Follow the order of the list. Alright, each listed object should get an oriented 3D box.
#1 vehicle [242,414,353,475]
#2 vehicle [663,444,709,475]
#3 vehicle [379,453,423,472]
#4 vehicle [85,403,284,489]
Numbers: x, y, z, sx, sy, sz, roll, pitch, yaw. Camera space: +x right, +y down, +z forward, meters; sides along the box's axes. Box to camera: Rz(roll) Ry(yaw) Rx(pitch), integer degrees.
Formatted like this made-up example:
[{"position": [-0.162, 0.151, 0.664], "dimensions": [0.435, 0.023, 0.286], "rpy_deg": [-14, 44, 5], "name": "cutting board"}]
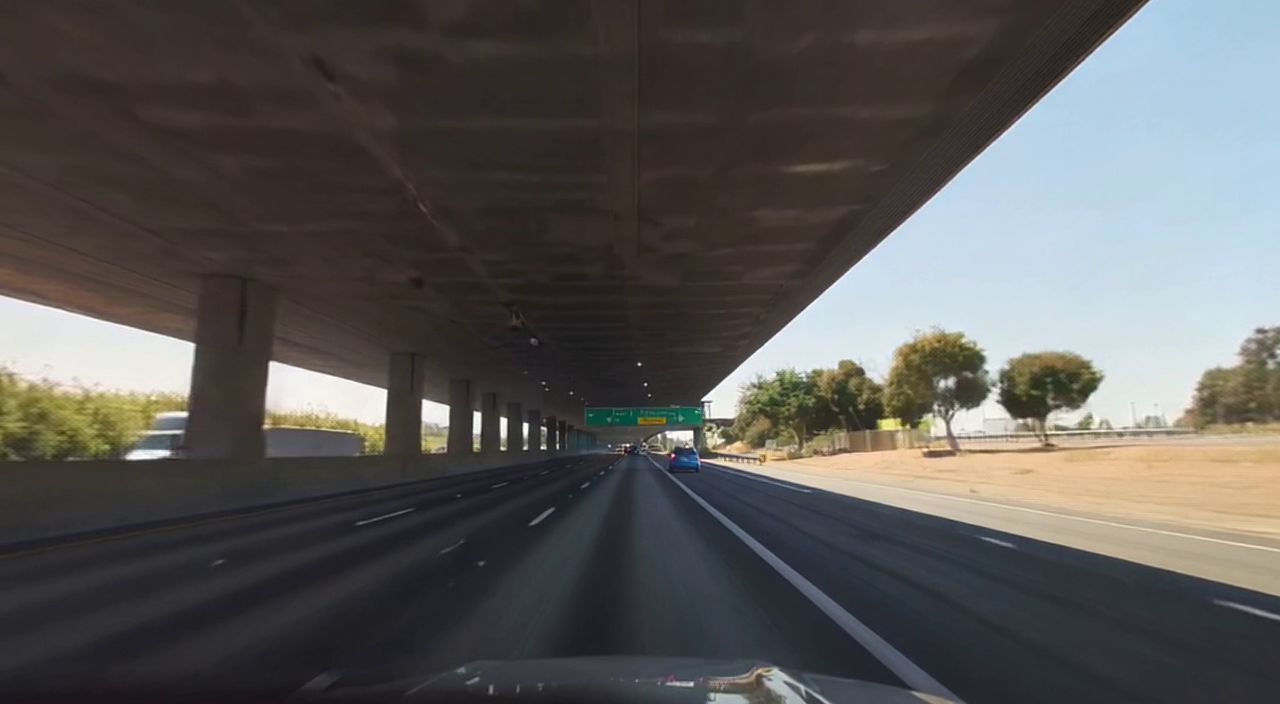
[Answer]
[{"position": [-23.182, 6.392, 43.267], "dimensions": [2.827, 3.758, 8.343], "rpy_deg": [0, -9, 0], "name": "vehicle"}, {"position": [2.388, 5.708, 33.632], "dimensions": [2.055, 1.501, 4.321], "rpy_deg": [0, -9, -1], "name": "vehicle"}, {"position": [-18.822, 8.695, 49.676], "dimensions": [1.843, 1.430, 4.316], "rpy_deg": [0, -9, 0], "name": "vehicle"}, {"position": [-23.092, 4.931, 33.023], "dimensions": [2.988, 3.779, 10.024], "rpy_deg": [0, -9, -1], "name": "vehicle"}]
